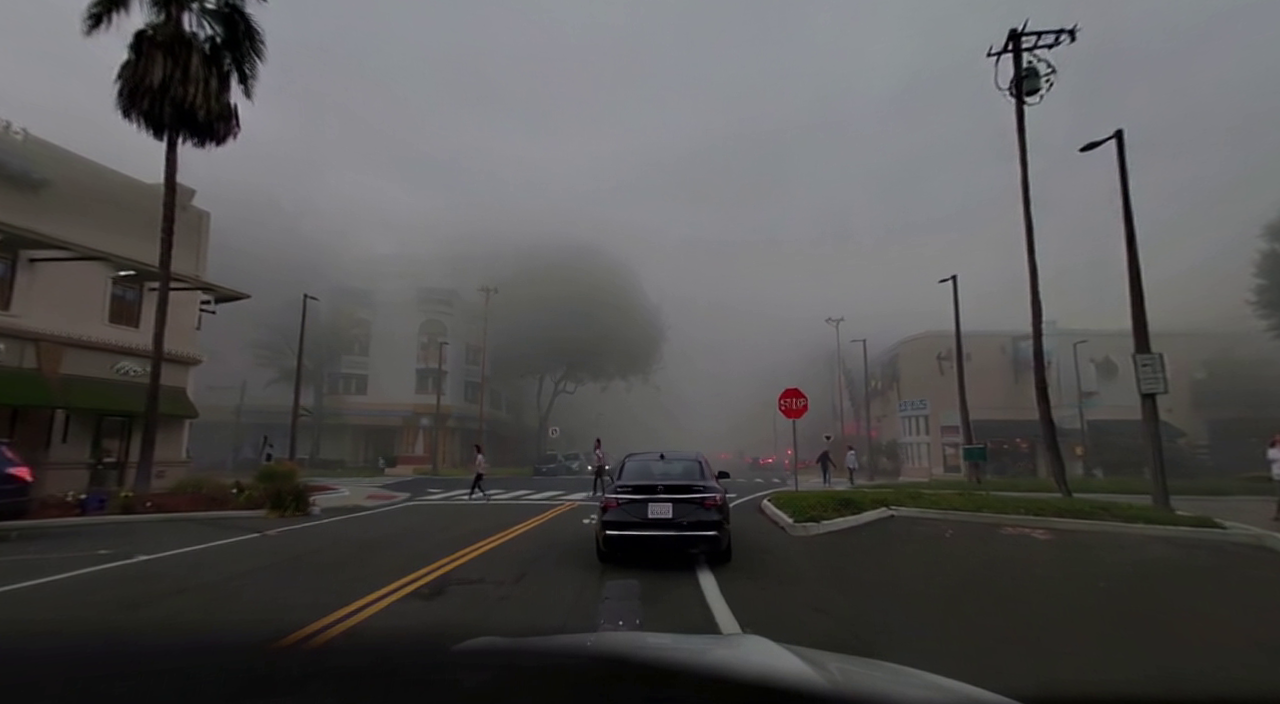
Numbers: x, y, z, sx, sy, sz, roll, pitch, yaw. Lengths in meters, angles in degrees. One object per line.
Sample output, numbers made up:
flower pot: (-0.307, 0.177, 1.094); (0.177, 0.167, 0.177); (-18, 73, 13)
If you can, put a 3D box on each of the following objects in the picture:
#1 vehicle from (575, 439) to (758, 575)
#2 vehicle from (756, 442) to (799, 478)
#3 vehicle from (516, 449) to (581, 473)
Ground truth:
vehicle: (0.444, 2.030, 9.081); (2.031, 1.479, 3.969); (-1, -9, 5)
vehicle: (9.418, 7.373, 43.270); (2.467, 2.369, 1.577); (5, -10, -36)
vehicle: (-6.915, 8.231, 47.949); (4.529, 1.682, 1.895); (6, -11, -36)
